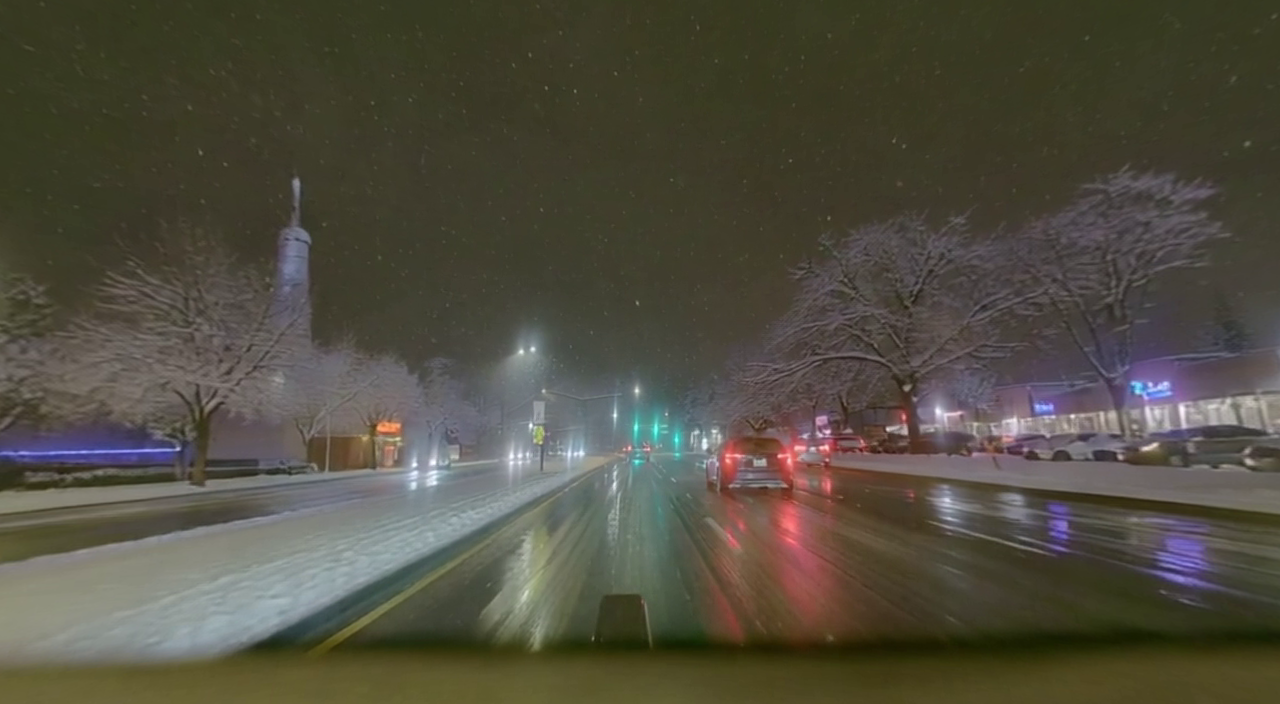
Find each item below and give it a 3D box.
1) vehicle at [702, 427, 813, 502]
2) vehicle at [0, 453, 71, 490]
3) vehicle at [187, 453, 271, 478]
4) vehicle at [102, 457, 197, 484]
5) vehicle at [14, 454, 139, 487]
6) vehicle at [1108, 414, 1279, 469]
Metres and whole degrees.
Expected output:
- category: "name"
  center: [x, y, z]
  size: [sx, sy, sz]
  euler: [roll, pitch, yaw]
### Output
- category: "vehicle"
  center: [2.865, 2.866, 16.439]
  size: [1.963, 1.677, 4.229]
  euler: [0, -8, -1]
- category: "vehicle"
  center: [-29.127, 5.425, 28.837]
  size: [4.356, 1.585, 1.965]
  euler: [0, -8, 2]
- category: "vehicle"
  center: [-29.379, 8.123, 45.290]
  size: [4.506, 1.640, 2.103]
  euler: [0, -8, 0]
- category: "vehicle"
  center: [-29.578, 7.147, 38.165]
  size: [4.173, 1.482, 1.818]
  euler: [0, -8, 1]
- category: "vehicle"
  center: [-29.903, 6.276, 33.640]
  size: [4.633, 1.630, 2.093]
  euler: [0, -8, 0]
- category: "vehicle"
  center: [19.673, 3.124, 21.920]
  size: [4.975, 1.786, 2.223]
  euler: [-1, -8, 3]
